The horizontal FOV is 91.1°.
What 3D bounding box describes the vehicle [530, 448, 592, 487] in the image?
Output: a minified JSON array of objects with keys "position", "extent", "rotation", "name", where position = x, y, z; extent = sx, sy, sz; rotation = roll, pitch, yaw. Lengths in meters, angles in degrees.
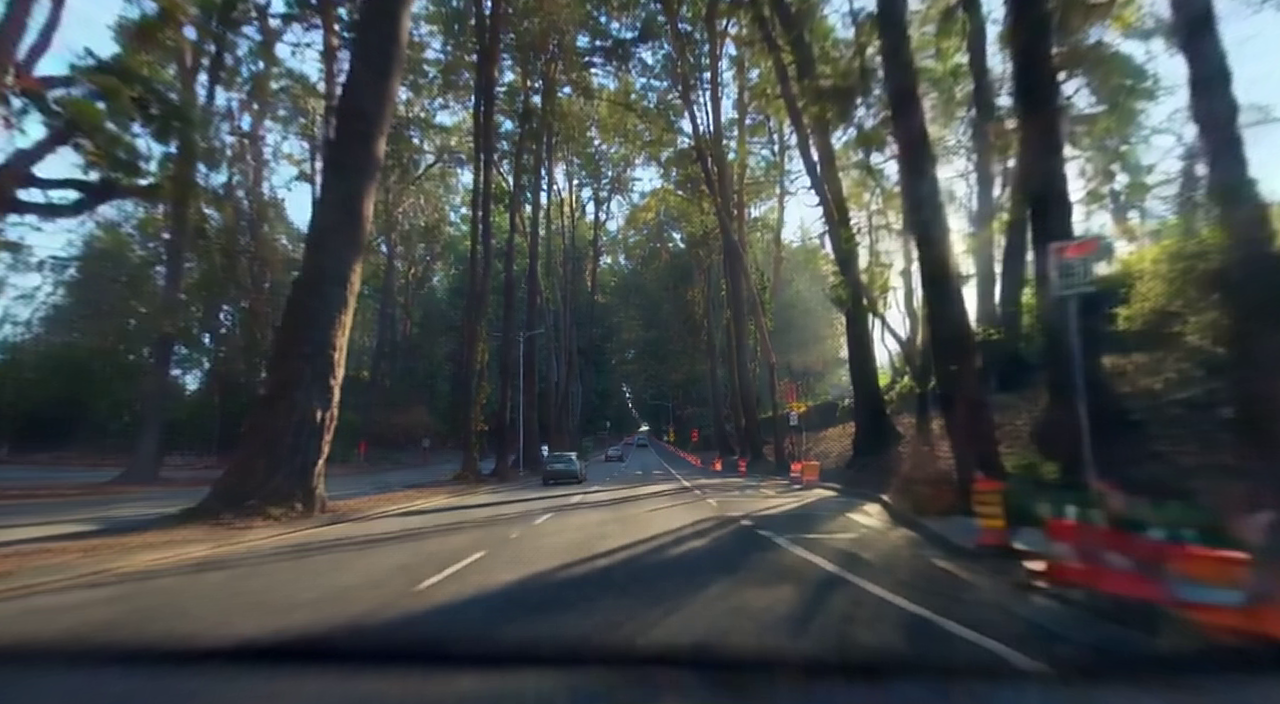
[{"position":[-3.303,4.911,26.956],"extent":[2.029,1.511,3.922],"rotation":[0,-9,2],"name":"vehicle"}]
